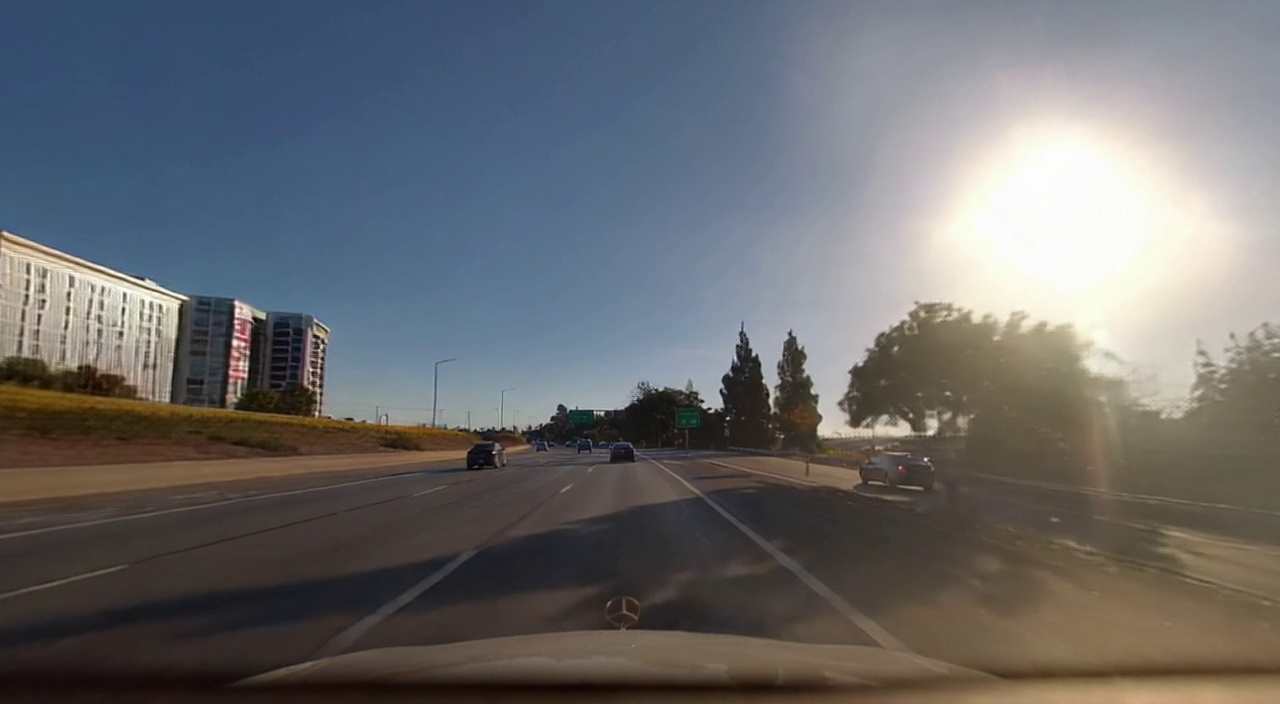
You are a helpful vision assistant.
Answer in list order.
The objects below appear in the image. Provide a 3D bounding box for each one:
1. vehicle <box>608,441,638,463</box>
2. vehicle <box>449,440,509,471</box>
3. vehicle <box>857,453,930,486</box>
[{"bbox_3d":[-1.227,7.066,44.778,2.038,1.414,4.357,0,-9,-3],"label":"vehicle"},{"bbox_3d":[-8.271,5.345,32.775,2.009,1.454,4.250,0,-9,0],"label":"vehicle"},{"bbox_3d":[14.930,6.935,37.520,2.023,1.782,4.193,1,-9,-11],"label":"vehicle"}]
